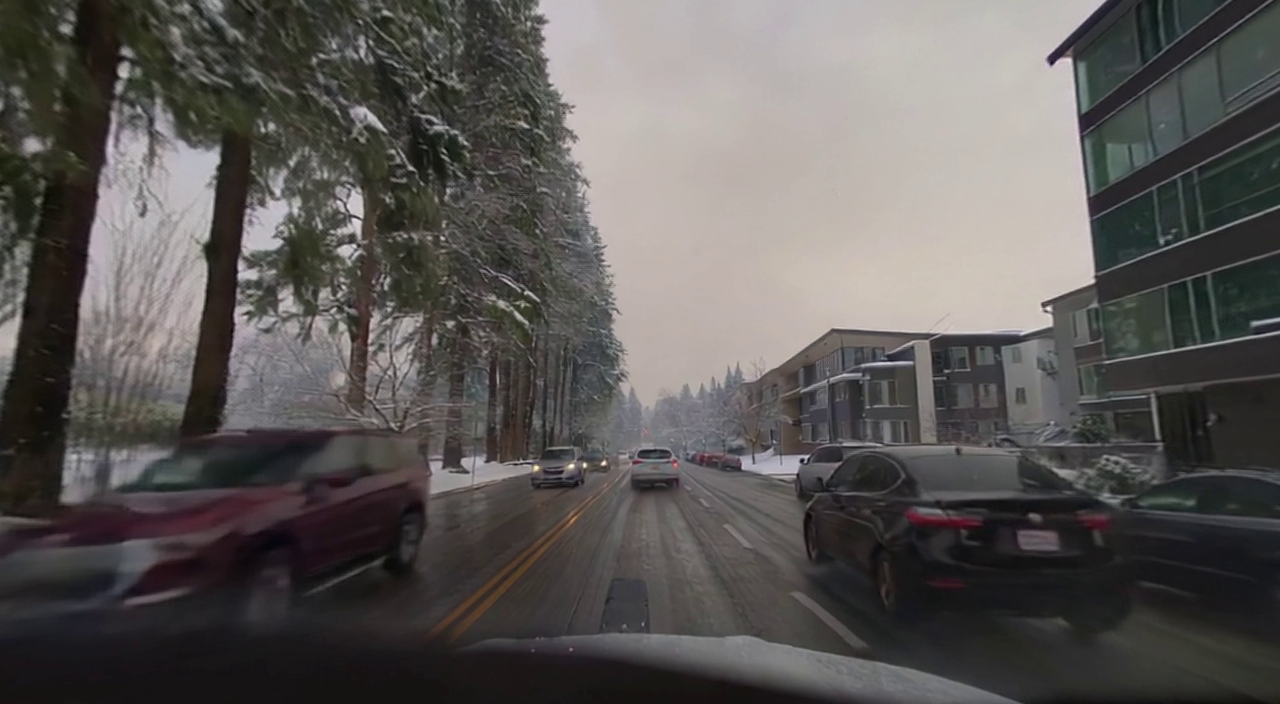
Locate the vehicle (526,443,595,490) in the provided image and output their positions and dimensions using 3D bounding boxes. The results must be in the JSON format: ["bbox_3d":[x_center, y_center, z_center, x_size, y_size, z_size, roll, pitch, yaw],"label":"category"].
[{"bbox_3d":[-3.109,4.585,25.517,2.124,1.731,4.227,0,-9,2],"label":"vehicle"}]

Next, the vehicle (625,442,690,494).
[{"bbox_3d":[0.595,4.047,22.284,2.105,1.653,3.887,0,-9,1],"label":"vehicle"}]

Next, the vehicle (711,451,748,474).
[{"bbox_3d":[6.216,7.746,44.291,1.885,1.467,4.546,0,-9,0],"label":"vehicle"}]

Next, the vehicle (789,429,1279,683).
[{"bbox_3d":[2.910,1.567,5.982,1.991,1.536,4.116,0,-9,0],"label":"vehicle"}]

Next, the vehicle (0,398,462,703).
[{"bbox_3d":[-3.425,1.470,5.887,2.167,1.717,4.448,0,-9,0],"label":"vehicle"}]
